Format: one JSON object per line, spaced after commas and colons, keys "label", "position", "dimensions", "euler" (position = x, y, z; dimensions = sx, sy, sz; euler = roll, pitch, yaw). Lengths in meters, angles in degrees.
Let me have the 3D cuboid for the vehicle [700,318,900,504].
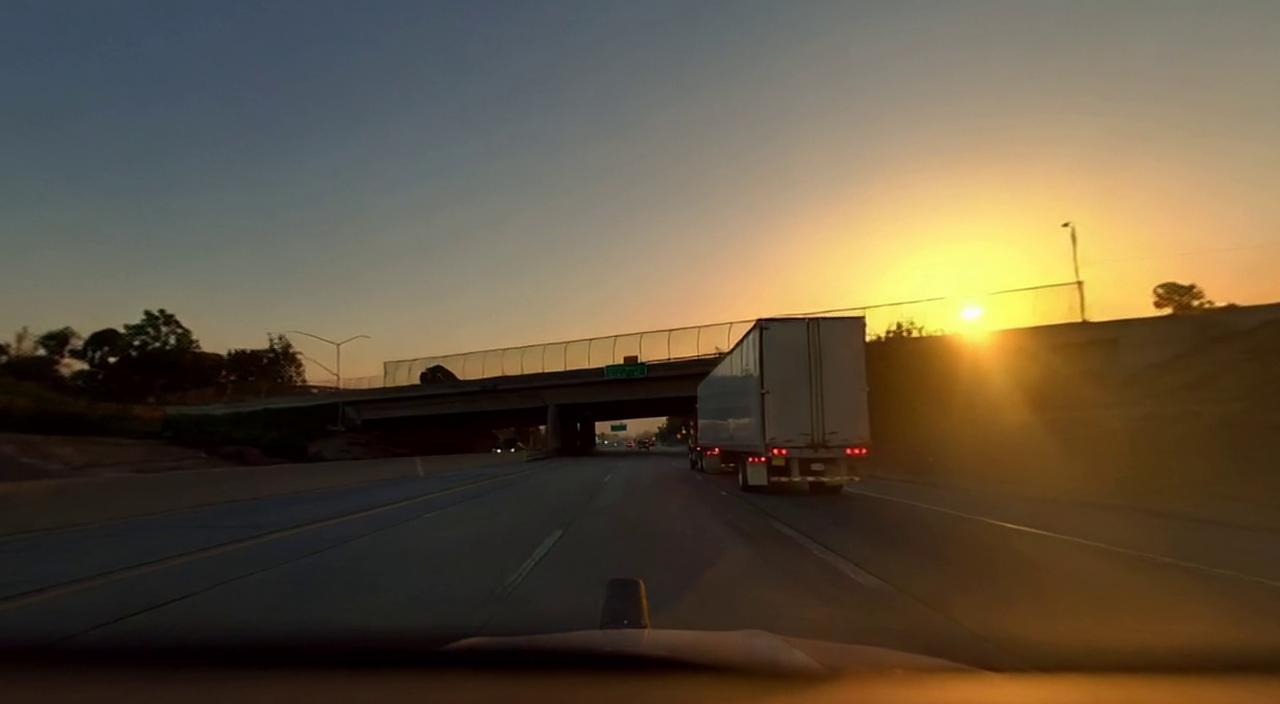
{"label": "vehicle", "position": [4.170, 2.327, 20.954], "dimensions": [2.933, 4.100, 14.317], "euler": [0, -8, 0]}
